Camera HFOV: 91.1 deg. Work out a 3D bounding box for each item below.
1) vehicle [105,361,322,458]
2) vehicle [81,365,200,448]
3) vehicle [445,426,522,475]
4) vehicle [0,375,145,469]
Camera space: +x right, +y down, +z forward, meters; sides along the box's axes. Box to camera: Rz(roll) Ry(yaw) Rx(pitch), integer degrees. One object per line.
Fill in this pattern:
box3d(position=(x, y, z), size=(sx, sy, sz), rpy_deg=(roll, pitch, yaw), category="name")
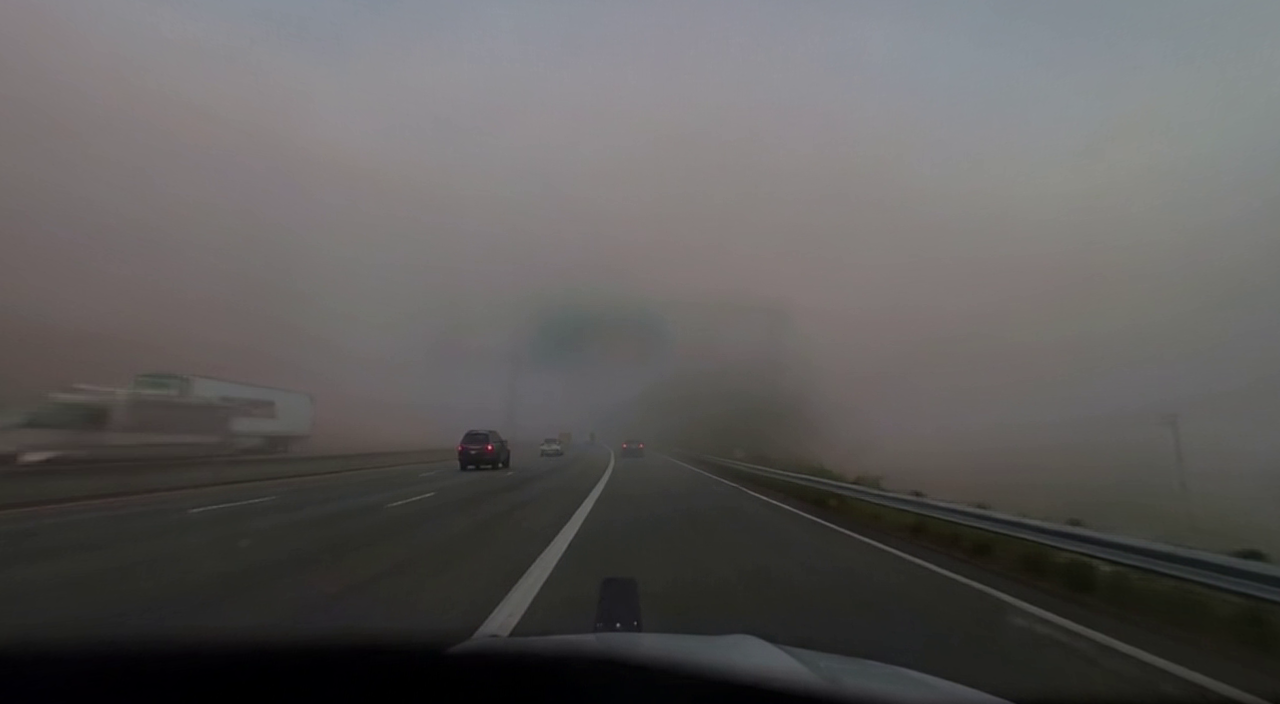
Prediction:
box3d(position=(-25.329, 4.136, 39.258), size=(2.985, 4.013, 15.061), rpy_deg=(6, -12, 0), category="vehicle")
box3d(position=(-25.131, 2.821, 31.825), size=(3.013, 3.630, 2.793), rpy_deg=(6, -11, -3), category="vehicle")
box3d(position=(-6.680, 4.255, 27.512), size=(2.188, 1.896, 4.810), rpy_deg=(0, -8, -1), category="vehicle")
box3d(position=(-18.198, 2.138, 18.701), size=(2.308, 2.474, 5.555), rpy_deg=(0, -8, 1), category="vehicle")
